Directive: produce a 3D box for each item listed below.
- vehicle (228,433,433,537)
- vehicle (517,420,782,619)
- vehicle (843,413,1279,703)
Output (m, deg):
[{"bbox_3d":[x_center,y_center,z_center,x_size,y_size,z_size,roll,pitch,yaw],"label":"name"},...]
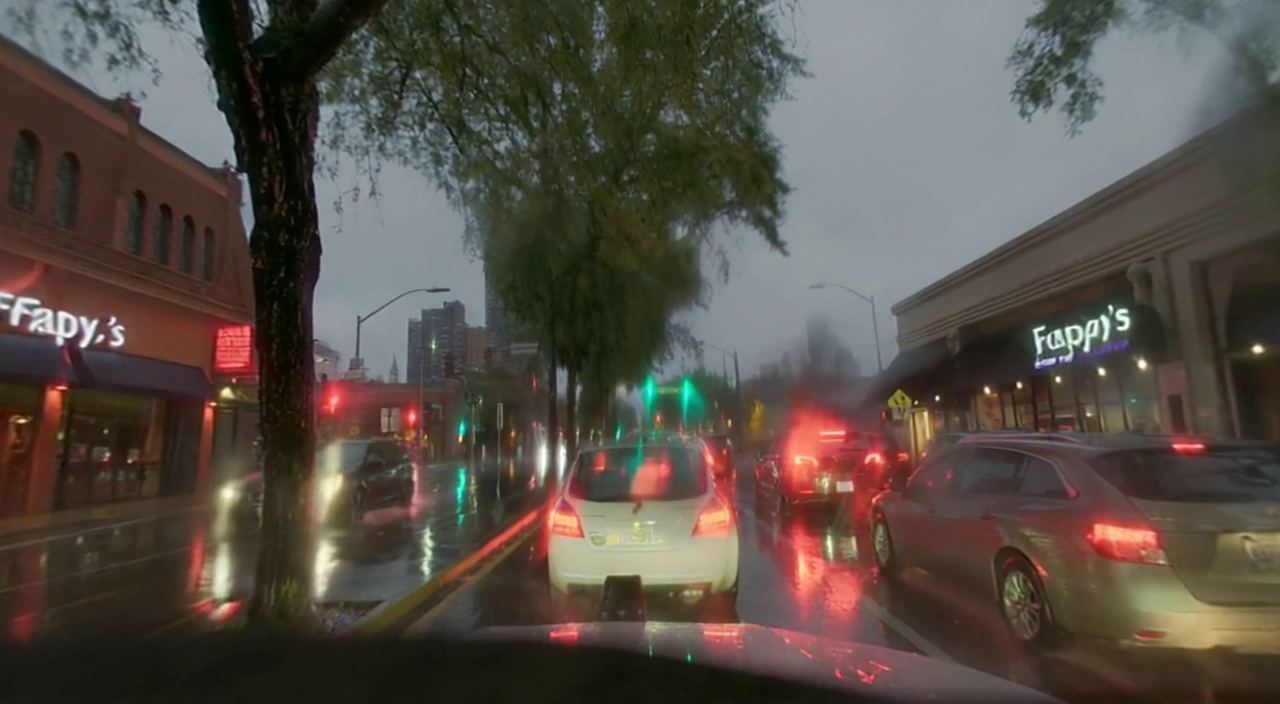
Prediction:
[{"bbox_3d":[-5.468,2.381,12.002,1.898,1.542,4.689,0,-9,-5],"label":"vehicle"},{"bbox_3d":[0.059,1.545,6.637,2.006,1.487,3.535,0,-9,0],"label":"vehicle"},{"bbox_3d":[3.393,1.368,5.323,1.988,1.480,4.195,0,-9,1],"label":"vehicle"}]
